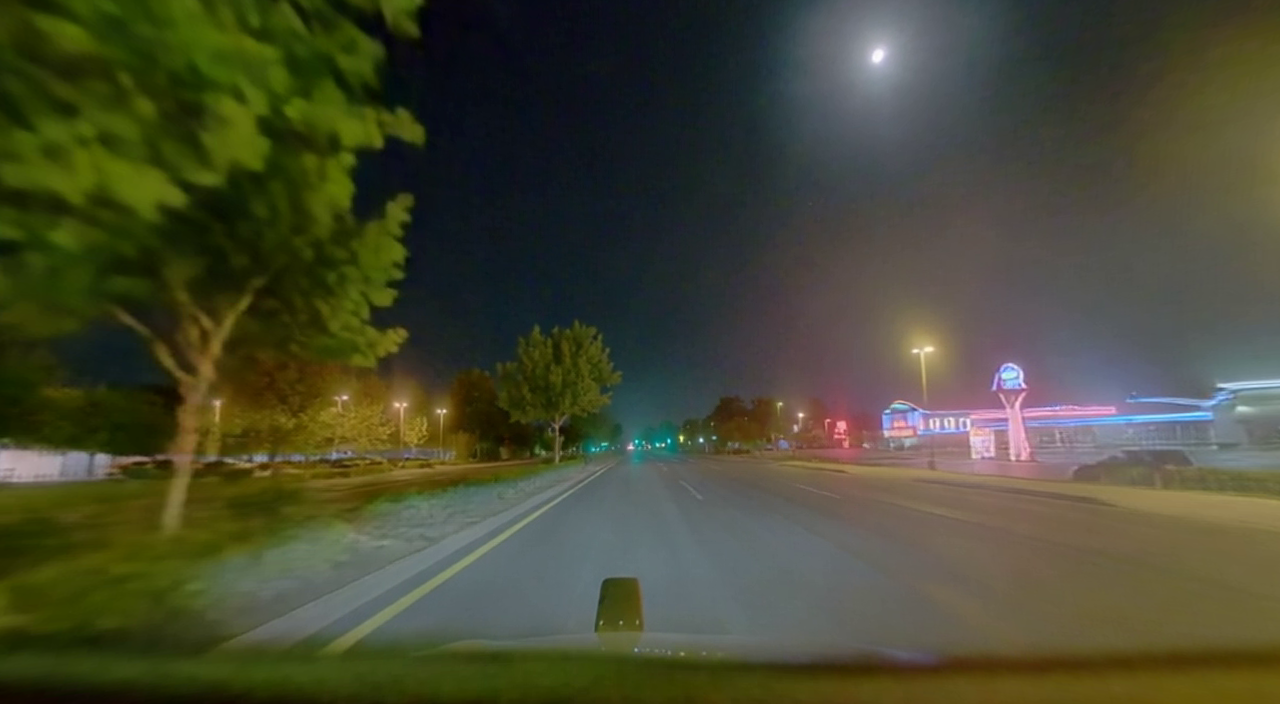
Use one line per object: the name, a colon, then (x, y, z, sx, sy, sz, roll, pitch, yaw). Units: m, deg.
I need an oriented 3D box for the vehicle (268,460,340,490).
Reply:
vehicle: (-19.490, 7.106, 36.866, 1.889, 1.497, 4.478, -3, -9, -2)

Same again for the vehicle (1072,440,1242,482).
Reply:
vehicle: (20.291, 4.289, 24.994, 4.762, 1.550, 2.089, -1, -9, 3)

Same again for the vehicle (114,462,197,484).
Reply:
vehicle: (-36.094, 9.018, 47.147, 4.385, 1.485, 2.092, 0, -9, -1)
